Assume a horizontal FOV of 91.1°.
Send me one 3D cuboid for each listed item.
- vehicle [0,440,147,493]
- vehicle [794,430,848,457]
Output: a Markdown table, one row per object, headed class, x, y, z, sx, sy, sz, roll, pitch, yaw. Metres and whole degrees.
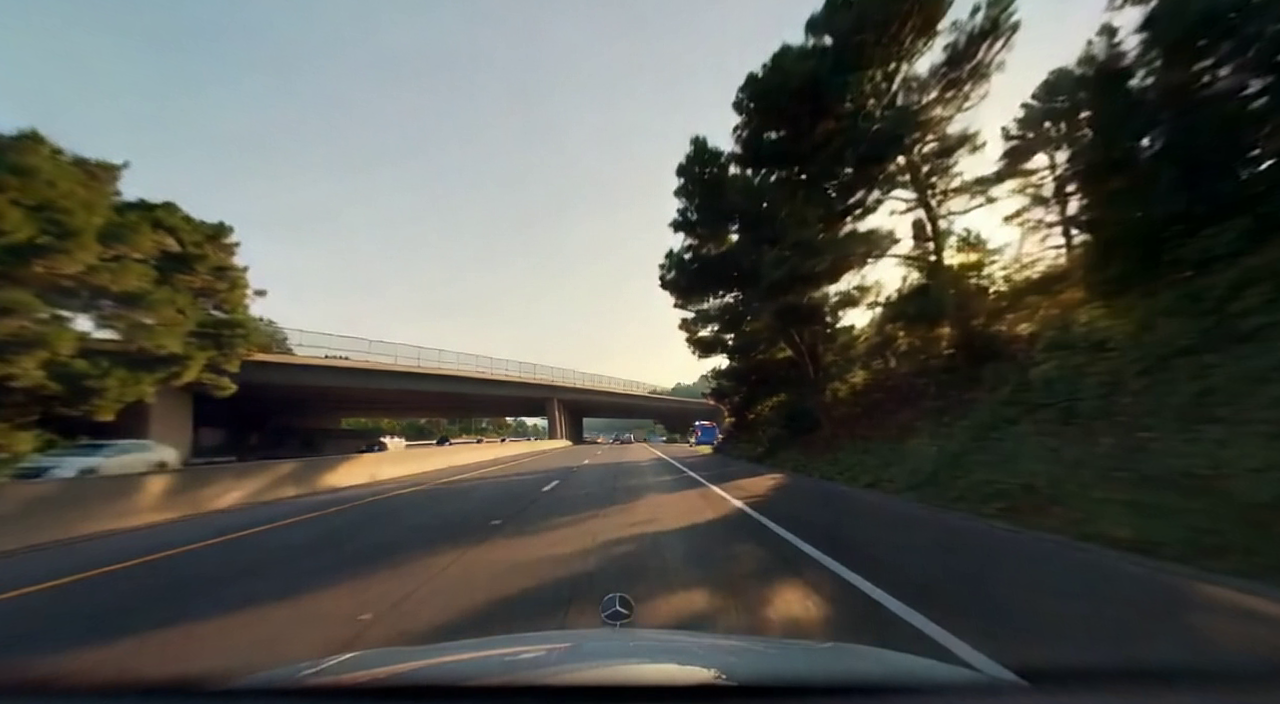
| class | x | y | z | sx | sy | sz | roll | pitch | yaw |
| --- | --- | --- | --- | --- | --- | --- | --- | --- | --- |
| vehicle | -17.055 | 3.375 | 18.895 | 1.625 | 1.401 | 3.489 | 0 | -8 | -1 |
| vehicle | 10.309 | 5.246 | 36.105 | 1.880 | 1.460 | 3.770 | 0 | -8 | -2 |
